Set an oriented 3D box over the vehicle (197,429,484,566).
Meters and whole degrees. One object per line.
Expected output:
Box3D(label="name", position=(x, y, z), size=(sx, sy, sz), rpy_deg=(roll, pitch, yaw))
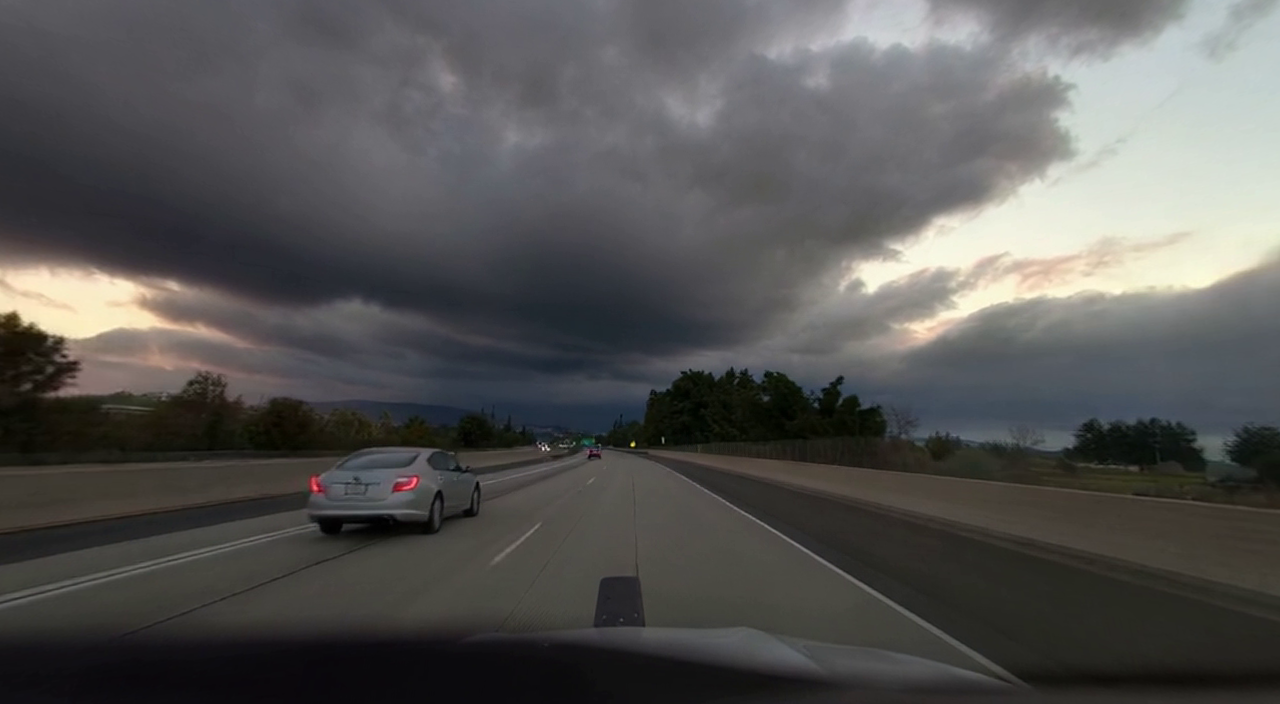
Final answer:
Box3D(label="vehicle", position=(-3.949, 1.994, 9.434), size=(2.017, 1.522, 4.569), rpy_deg=(0, -9, 0))
